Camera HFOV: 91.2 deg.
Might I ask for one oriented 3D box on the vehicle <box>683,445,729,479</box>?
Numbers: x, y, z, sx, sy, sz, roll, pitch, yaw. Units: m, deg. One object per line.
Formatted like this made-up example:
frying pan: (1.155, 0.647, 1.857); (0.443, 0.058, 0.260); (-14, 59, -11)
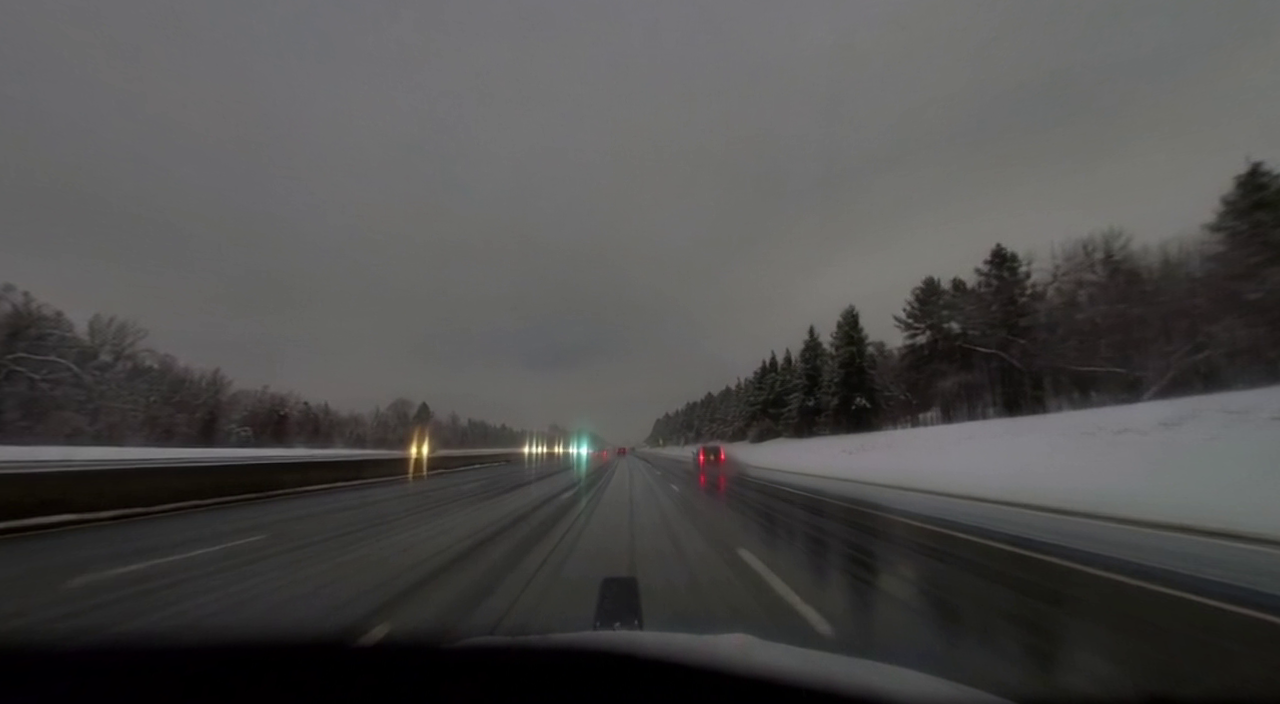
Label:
vehicle: (3.261, 5.565, 31.918); (1.895, 1.555, 4.030); (0, -9, 0)
